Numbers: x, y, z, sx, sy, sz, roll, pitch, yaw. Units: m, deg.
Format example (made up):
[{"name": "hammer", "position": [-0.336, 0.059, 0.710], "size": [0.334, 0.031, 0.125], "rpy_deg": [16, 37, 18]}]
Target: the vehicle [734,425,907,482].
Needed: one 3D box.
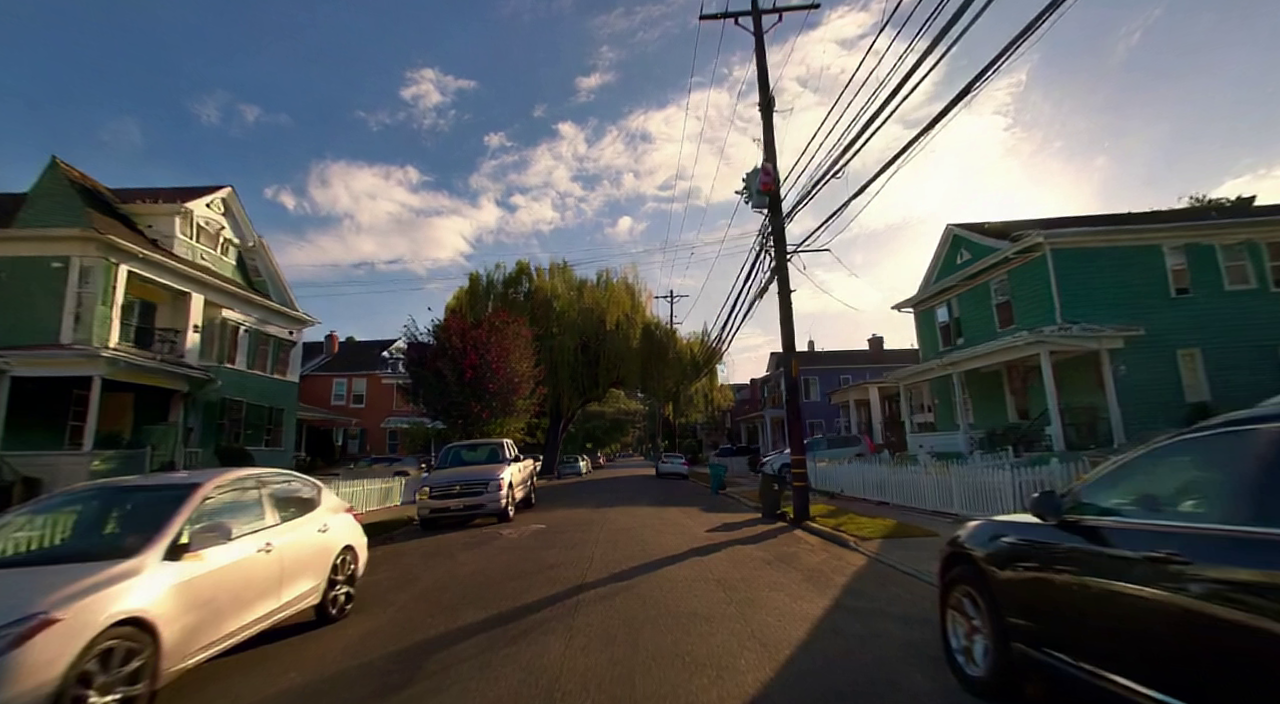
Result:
[{"name": "vehicle", "position": [6.795, 3.883, 24.345], "size": [5.974, 2.066, 2.152], "rpy_deg": [0, -8, -1]}]

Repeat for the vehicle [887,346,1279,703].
[{"name": "vehicle", "position": [3.466, 0.953, 3.431], "size": [1.884, 1.809, 4.139], "rpy_deg": [-1, -7, -11]}]

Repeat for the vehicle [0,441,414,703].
[{"name": "vehicle", "position": [-3.388, 1.384, 3.863], "size": [2.071, 1.485, 4.610], "rpy_deg": [-5, -8, 3]}]

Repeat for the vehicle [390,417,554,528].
[{"name": "vehicle", "position": [-3.747, 2.784, 15.387], "size": [2.399, 2.085, 5.589], "rpy_deg": [-3, -8, 0]}]

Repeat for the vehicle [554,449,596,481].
[{"name": "vehicle", "position": [-4.321, 7.601, 42.719], "size": [2.204, 1.655, 4.813], "rpy_deg": [-8, -8, -1]}]

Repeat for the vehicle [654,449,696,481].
[{"name": "vehicle", "position": [1.919, 6.379, 35.988], "size": [2.043, 1.631, 4.613], "rpy_deg": [0, -8, -1]}]
